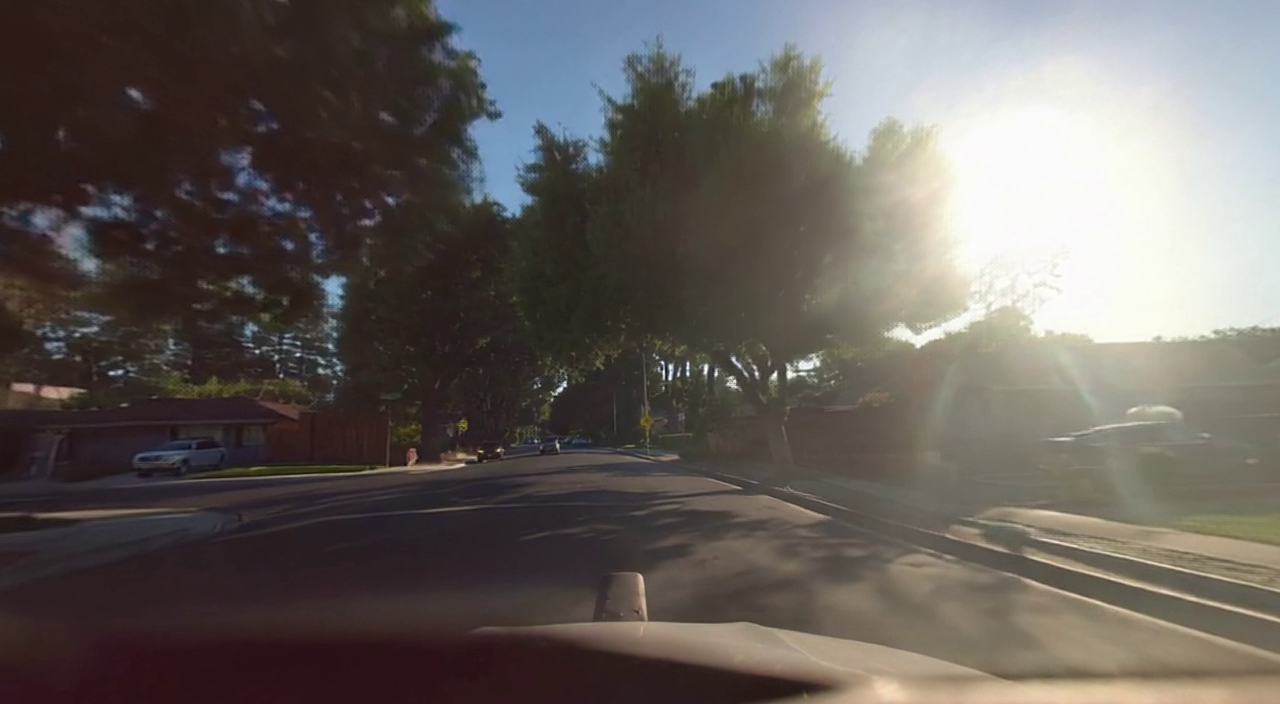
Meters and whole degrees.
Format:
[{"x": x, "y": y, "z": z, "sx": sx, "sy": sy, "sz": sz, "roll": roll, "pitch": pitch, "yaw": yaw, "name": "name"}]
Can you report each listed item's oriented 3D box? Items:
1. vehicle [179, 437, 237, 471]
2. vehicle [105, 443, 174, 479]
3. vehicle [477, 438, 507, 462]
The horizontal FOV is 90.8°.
[{"x": -24.492, "y": 5.768, "z": 35.985, "sx": 1.973, "sy": 1.787, "sz": 5.045, "roll": 4, "pitch": -9, "yaw": -27, "name": "vehicle"}, {"x": -25.072, "y": 5.445, "z": 31.811, "sx": 1.883, "sy": 1.687, "sz": 3.908, "roll": 4, "pitch": -9, "yaw": -27, "name": "vehicle"}, {"x": -10.731, "y": 7.092, "z": 45.816, "sx": 1.994, "sy": 1.656, "sz": 4.334, "roll": 2, "pitch": -9, "yaw": -12, "name": "vehicle"}]
